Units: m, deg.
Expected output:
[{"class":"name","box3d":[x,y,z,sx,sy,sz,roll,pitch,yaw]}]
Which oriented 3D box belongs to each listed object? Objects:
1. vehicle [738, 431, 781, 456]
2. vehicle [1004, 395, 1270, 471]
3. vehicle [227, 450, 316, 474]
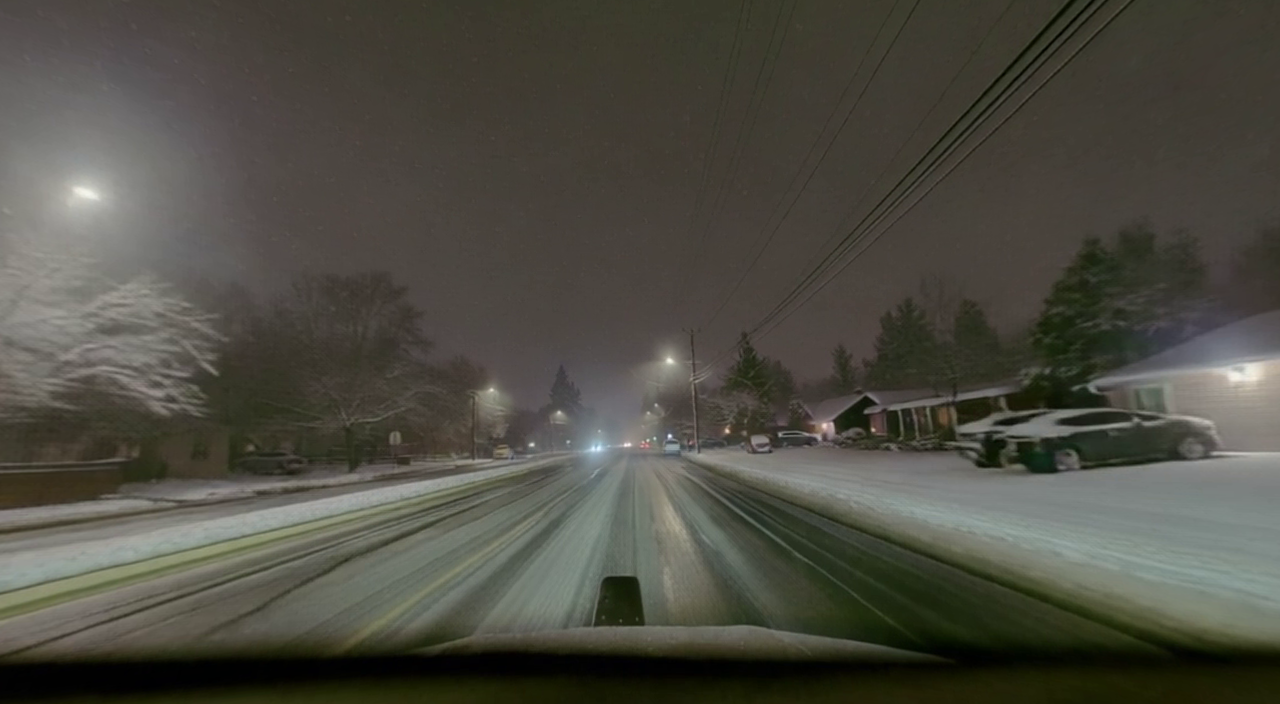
[{"class":"vehicle","box3d":[9.109,7.032,48.600,1.971,1.641,5.191,-4,-8,-3]},{"class":"vehicle","box3d":[11.707,1.970,15.210,4.545,1.680,2.001,-1,-8,4]},{"class":"vehicle","box3d":[-24.088,7.189,41.442,4.595,1.491,1.902,0,-8,-1]}]
